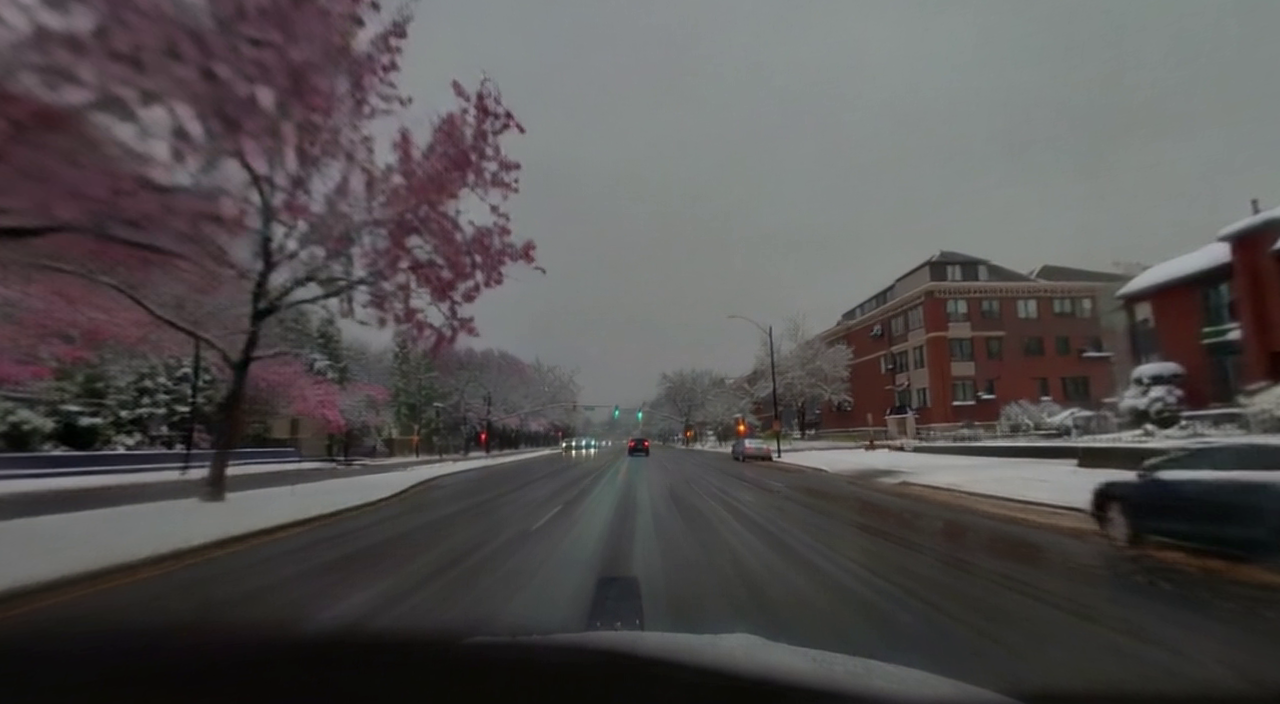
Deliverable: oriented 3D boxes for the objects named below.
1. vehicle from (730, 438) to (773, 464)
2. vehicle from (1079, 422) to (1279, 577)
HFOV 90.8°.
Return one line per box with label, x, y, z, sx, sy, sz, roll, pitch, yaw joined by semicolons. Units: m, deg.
vehicle;7.176;6.421;41.198;1.933;1.580;4.162;0;-8;-1
vehicle;7.068;1.465;6.462;2.032;1.449;4.413;0;-8;1
